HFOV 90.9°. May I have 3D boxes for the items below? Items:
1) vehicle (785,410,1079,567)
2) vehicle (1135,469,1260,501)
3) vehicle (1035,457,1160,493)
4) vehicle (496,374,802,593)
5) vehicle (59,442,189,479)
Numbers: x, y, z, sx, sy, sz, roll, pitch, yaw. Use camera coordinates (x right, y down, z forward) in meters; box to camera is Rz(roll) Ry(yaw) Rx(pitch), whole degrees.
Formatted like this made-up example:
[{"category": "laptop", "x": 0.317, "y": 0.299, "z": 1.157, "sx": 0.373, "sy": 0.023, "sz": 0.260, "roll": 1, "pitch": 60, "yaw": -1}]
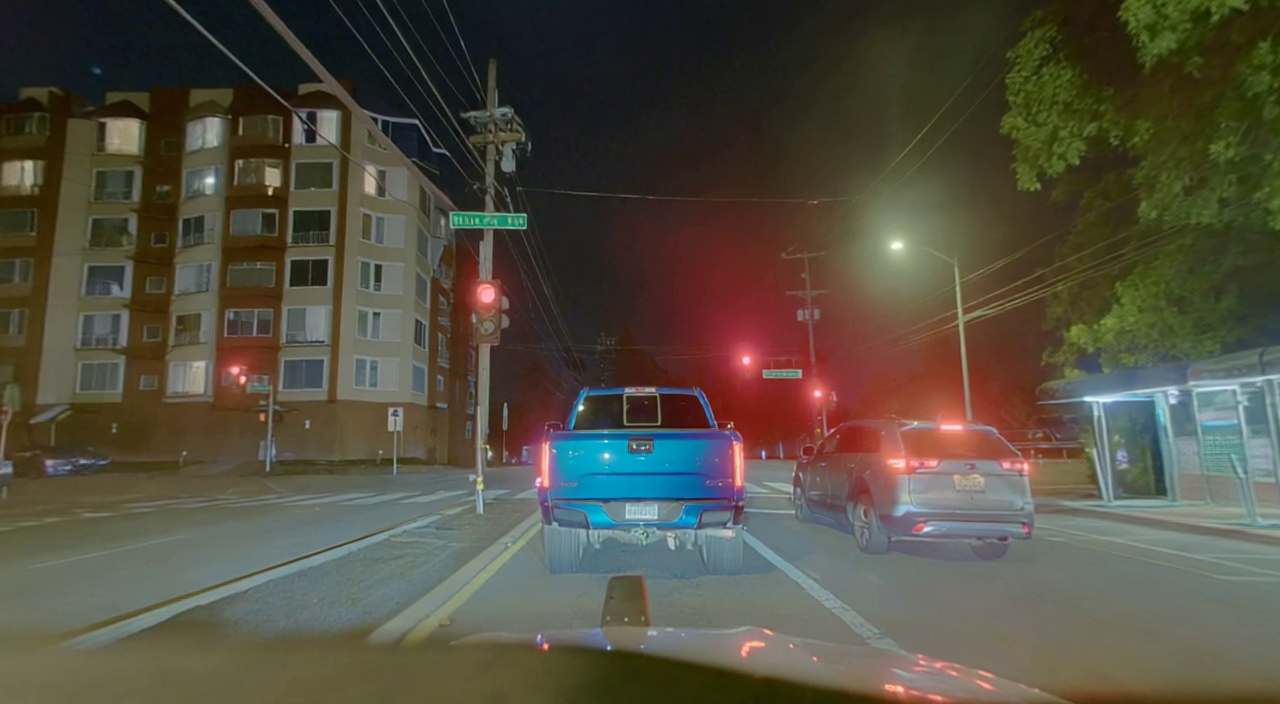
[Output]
[{"category": "vehicle", "x": 3.847, "y": 1.892, "z": 9.554, "sx": 2.131, "sy": 1.759, "sz": 4.762, "roll": 0, "pitch": -8, "yaw": 0}, {"category": "vehicle", "x": 26.412, "y": 6.294, "z": 29.966, "sx": 4.071, "sy": 1.388, "sz": 1.884, "roll": 0, "pitch": -8, "yaw": 1}, {"category": "vehicle", "x": 21.810, "y": 5.863, "z": 30.163, "sx": 4.498, "sy": 1.618, "sz": 1.843, "roll": 0, "pitch": -9, "yaw": 0}, {"category": "vehicle", "x": 0.113, "y": 1.556, "z": 8.283, "sx": 2.738, "sy": 1.959, "sz": 5.070, "roll": 0, "pitch": -8, "yaw": 1}, {"category": "vehicle", "x": -24.829, "y": 5.212, "z": 30.432, "sx": 4.563, "sy": 1.692, "sz": 1.778, "roll": 0, "pitch": -9, "yaw": -2}]
